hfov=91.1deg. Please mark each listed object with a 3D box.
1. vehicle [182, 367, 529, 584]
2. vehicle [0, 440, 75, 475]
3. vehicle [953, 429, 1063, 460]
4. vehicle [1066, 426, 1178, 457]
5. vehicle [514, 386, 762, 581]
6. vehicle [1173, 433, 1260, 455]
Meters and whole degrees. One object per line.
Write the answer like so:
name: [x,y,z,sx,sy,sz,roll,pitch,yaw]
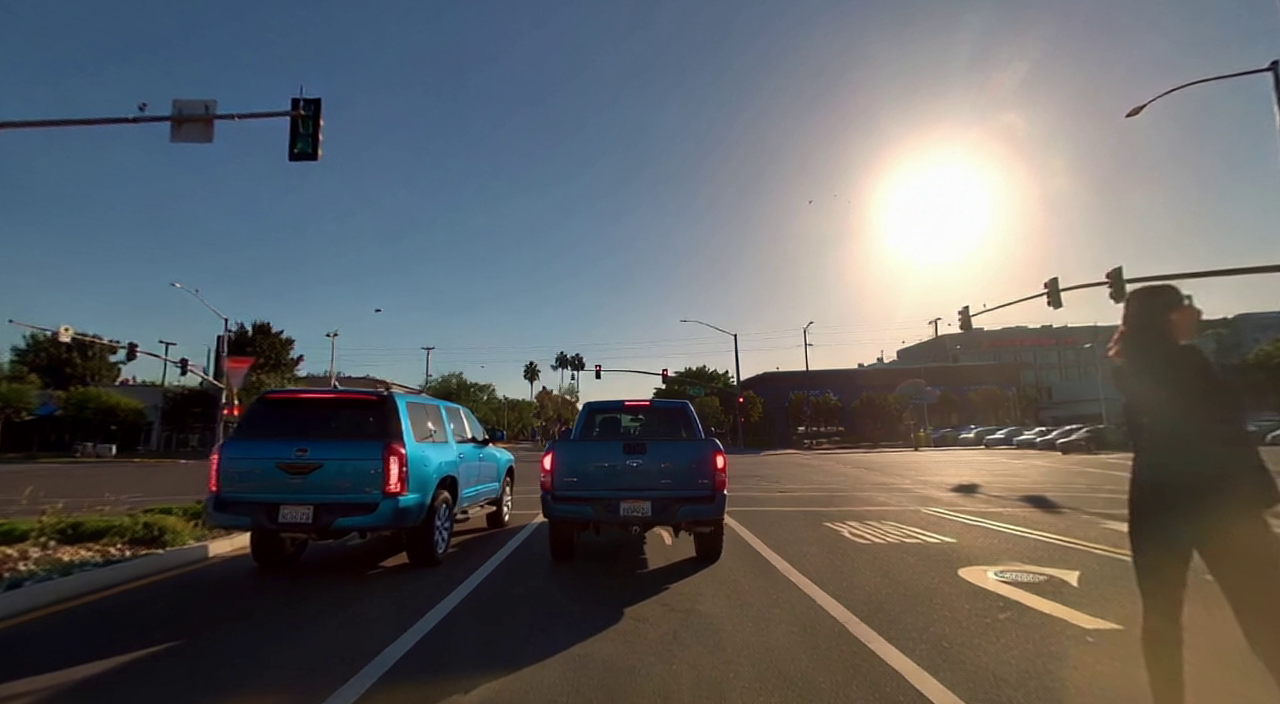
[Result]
vehicle: [-2.952,1.444,8.082,2.220,1.926,4.870,0,-8,-1]
vehicle: [-32.177,5.370,32.135,4.406,1.682,2.040,0,-8,-1]
vehicle: [19.315,4.872,33.048,4.624,1.601,1.871,0,-8,-3]
vehicle: [27.938,5.202,36.504,4.849,1.759,2.041,0,-8,-3]
vehicle: [-0.062,1.520,8.041,2.204,1.738,4.690,0,-8,-1]
vehicle: [40.210,6.423,43.818,4.396,1.479,1.778,0,-8,-3]
